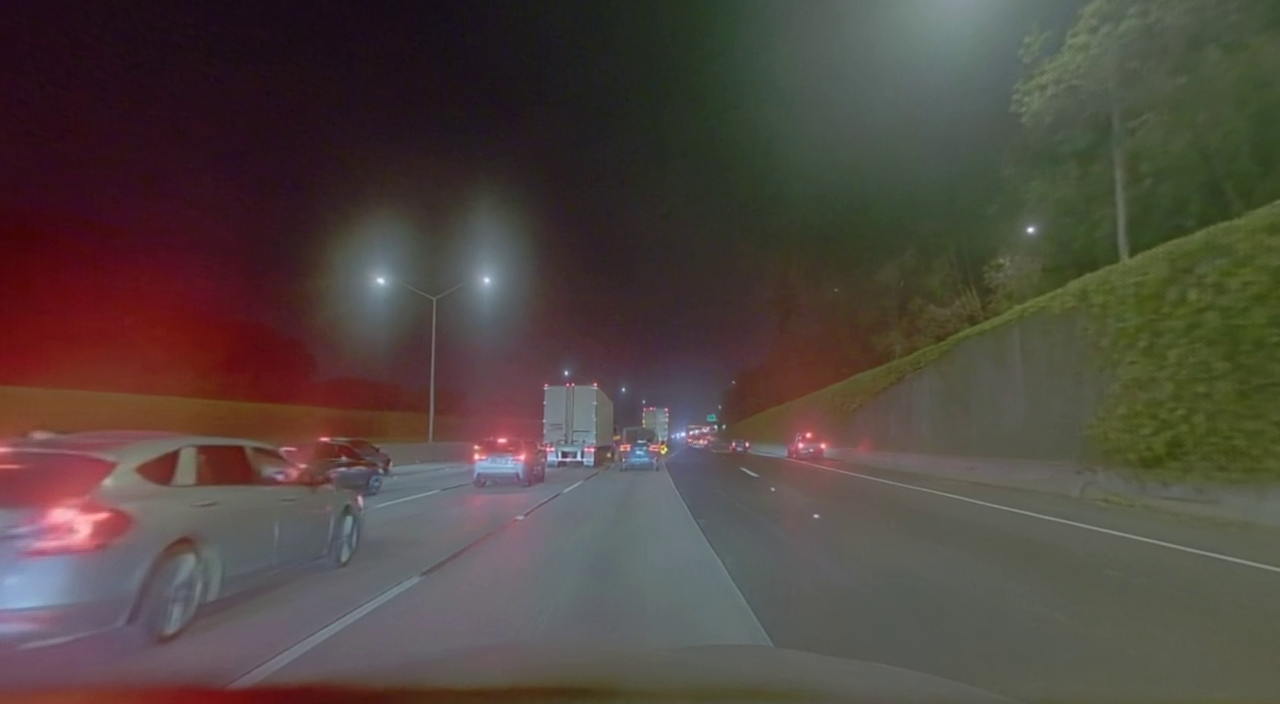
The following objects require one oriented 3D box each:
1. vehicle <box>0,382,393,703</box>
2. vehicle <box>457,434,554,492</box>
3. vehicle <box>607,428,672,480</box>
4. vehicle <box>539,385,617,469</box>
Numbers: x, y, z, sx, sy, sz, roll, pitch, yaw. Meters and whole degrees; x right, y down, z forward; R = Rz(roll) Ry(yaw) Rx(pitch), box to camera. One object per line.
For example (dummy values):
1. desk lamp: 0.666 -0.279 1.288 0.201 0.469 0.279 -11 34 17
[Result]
1. vehicle: -3.772 1.206 4.712 1.866 1.568 4.603 0 -8 2
2. vehicle: -4.080 3.428 19.797 2.124 1.627 3.863 0 -8 1
3. vehicle: -0.013 3.998 24.887 2.325 1.864 4.128 0 -8 0
4. vehicle: -3.611 5.318 41.950 3.348 4.469 16.443 0 -9 1
